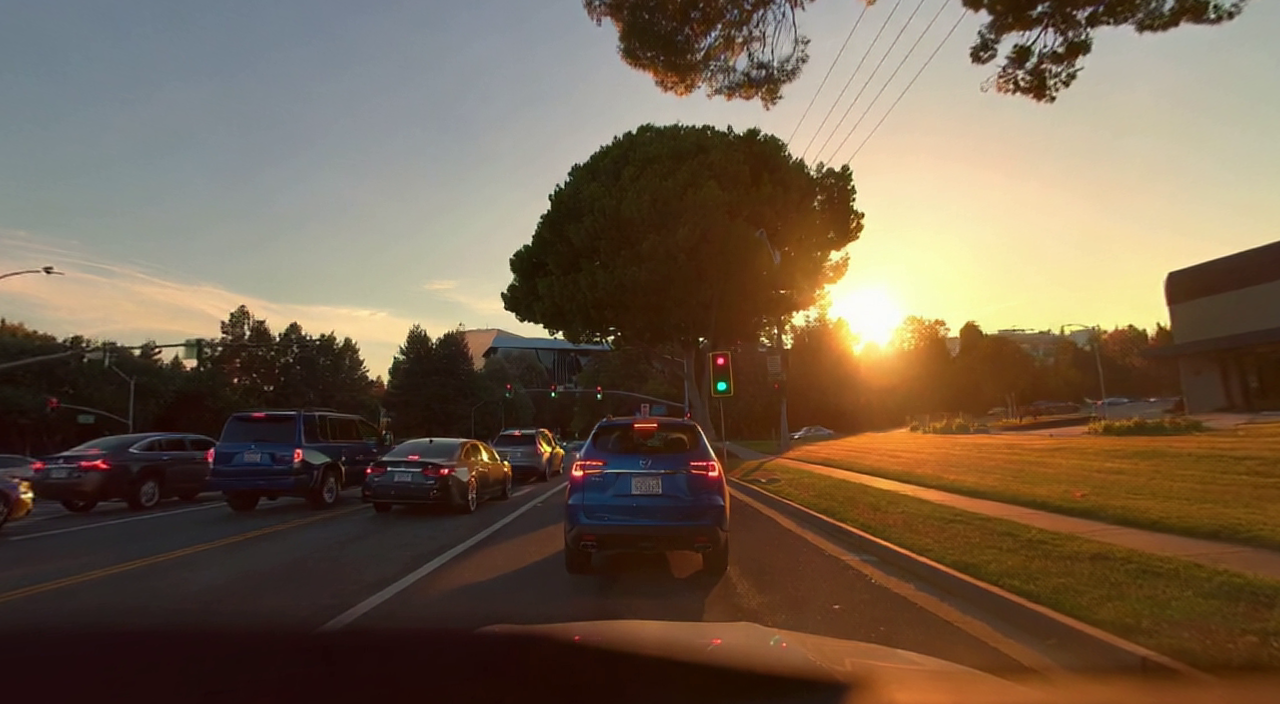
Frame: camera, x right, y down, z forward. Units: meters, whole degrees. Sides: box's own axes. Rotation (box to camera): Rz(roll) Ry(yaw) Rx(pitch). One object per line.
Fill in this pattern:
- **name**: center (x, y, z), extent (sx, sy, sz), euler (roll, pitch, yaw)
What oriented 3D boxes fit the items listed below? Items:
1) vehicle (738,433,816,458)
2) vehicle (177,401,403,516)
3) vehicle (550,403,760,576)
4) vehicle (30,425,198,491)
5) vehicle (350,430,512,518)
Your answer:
- **vehicle**: center (8.321, 5.734, 38.695), extent (4.450, 1.439, 1.796), euler (-1, -9, 4)
- **vehicle**: center (-7.398, 2.345, 14.237), extent (2.195, 2.093, 5.185), euler (0, -9, -2)
- **vehicle**: center (0.108, 1.674, 8.415), extent (2.055, 1.681, 4.270), euler (0, -9, -1)
- **vehicle**: center (-17.669, 3.576, 21.583), extent (2.136, 1.976, 4.342), euler (0, -9, -4)
- **vehicle**: center (-4.082, 2.451, 13.200), extent (1.942, 1.523, 4.212), euler (0, -9, 0)
